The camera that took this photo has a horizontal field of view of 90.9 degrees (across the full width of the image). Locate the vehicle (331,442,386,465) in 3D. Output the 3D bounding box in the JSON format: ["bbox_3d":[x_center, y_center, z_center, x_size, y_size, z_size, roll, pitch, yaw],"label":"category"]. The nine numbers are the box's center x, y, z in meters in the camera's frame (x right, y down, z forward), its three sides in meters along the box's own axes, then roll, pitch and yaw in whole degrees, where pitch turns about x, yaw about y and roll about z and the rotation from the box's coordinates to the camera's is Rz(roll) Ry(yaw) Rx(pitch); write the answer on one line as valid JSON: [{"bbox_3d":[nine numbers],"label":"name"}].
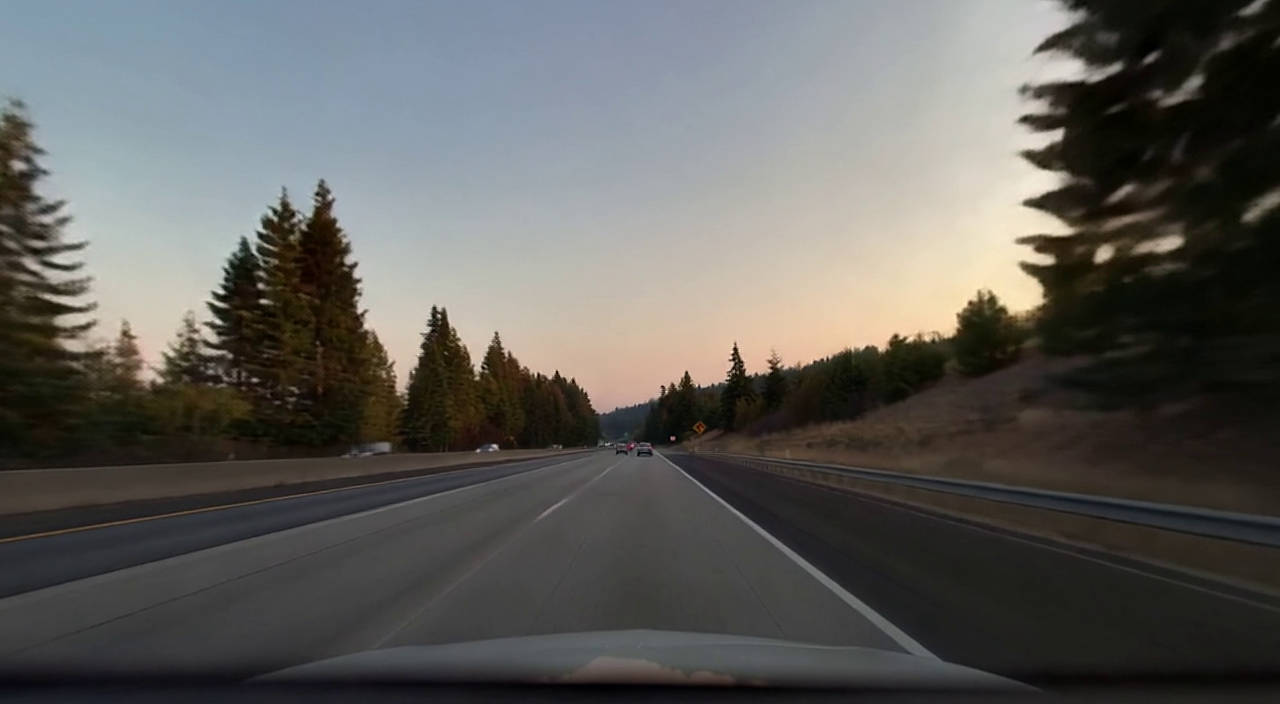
[{"bbox_3d":[-20.965,7.567,47.151,1.961,1.601,4.497,0,-8,1],"label":"vehicle"}]
